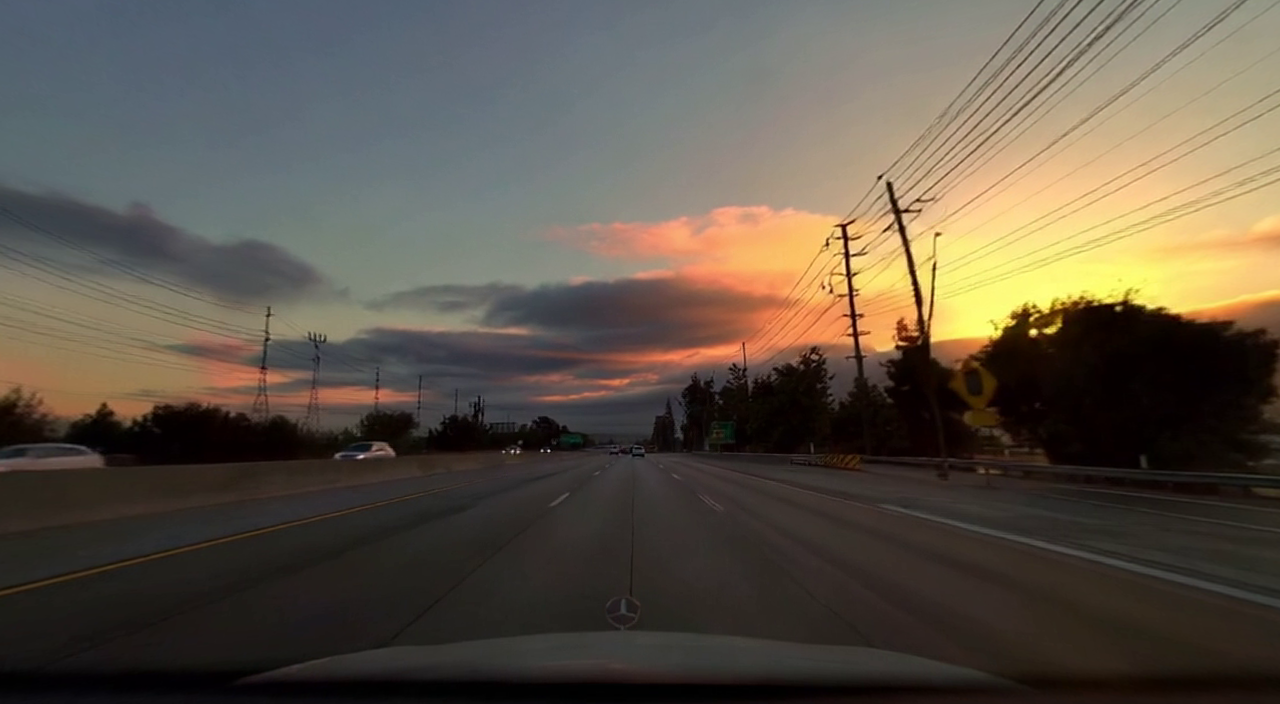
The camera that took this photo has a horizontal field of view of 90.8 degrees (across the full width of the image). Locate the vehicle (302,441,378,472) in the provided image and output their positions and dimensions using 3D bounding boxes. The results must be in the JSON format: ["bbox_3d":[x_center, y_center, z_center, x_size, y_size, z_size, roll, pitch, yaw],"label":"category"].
[{"bbox_3d":[-17.783,6.195,37.751,2.078,1.686,4.951,0,-8,0],"label":"vehicle"}]
